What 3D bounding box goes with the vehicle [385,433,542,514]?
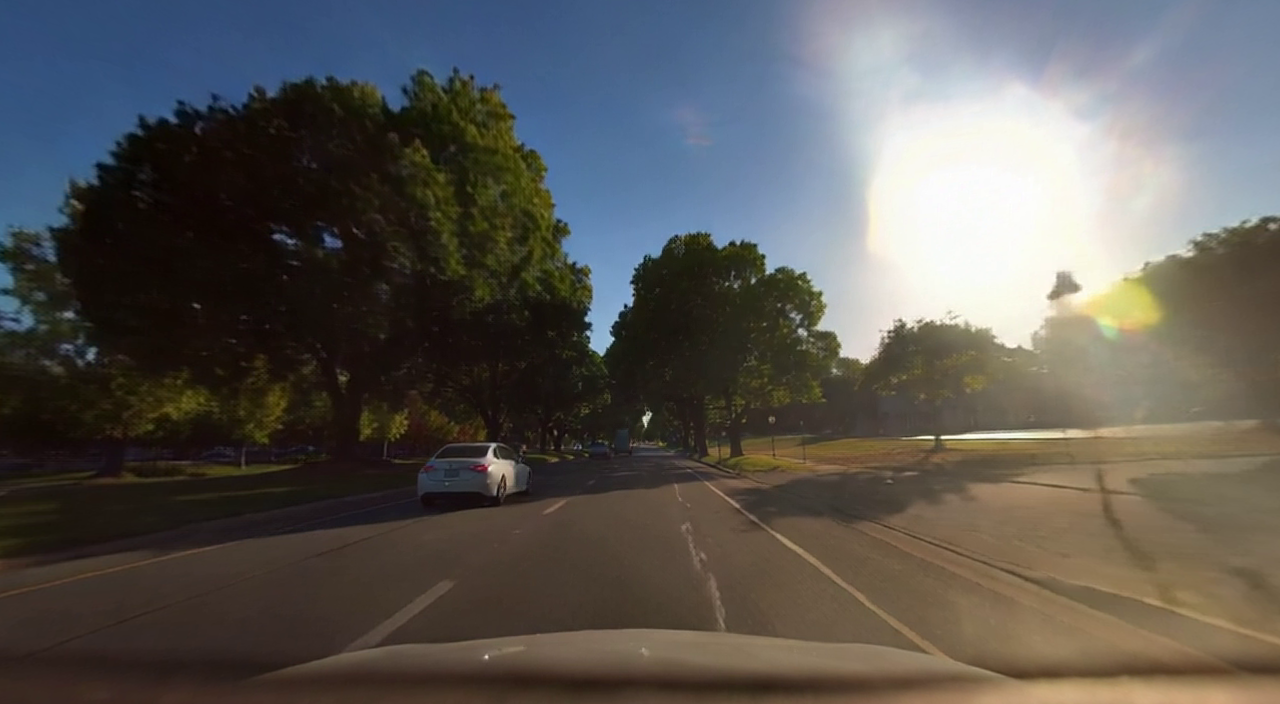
[{"bbox_3d":[-3.597,2.569,13.847,2.033,1.454,4.512,0,-8,2],"label":"vehicle"}]
